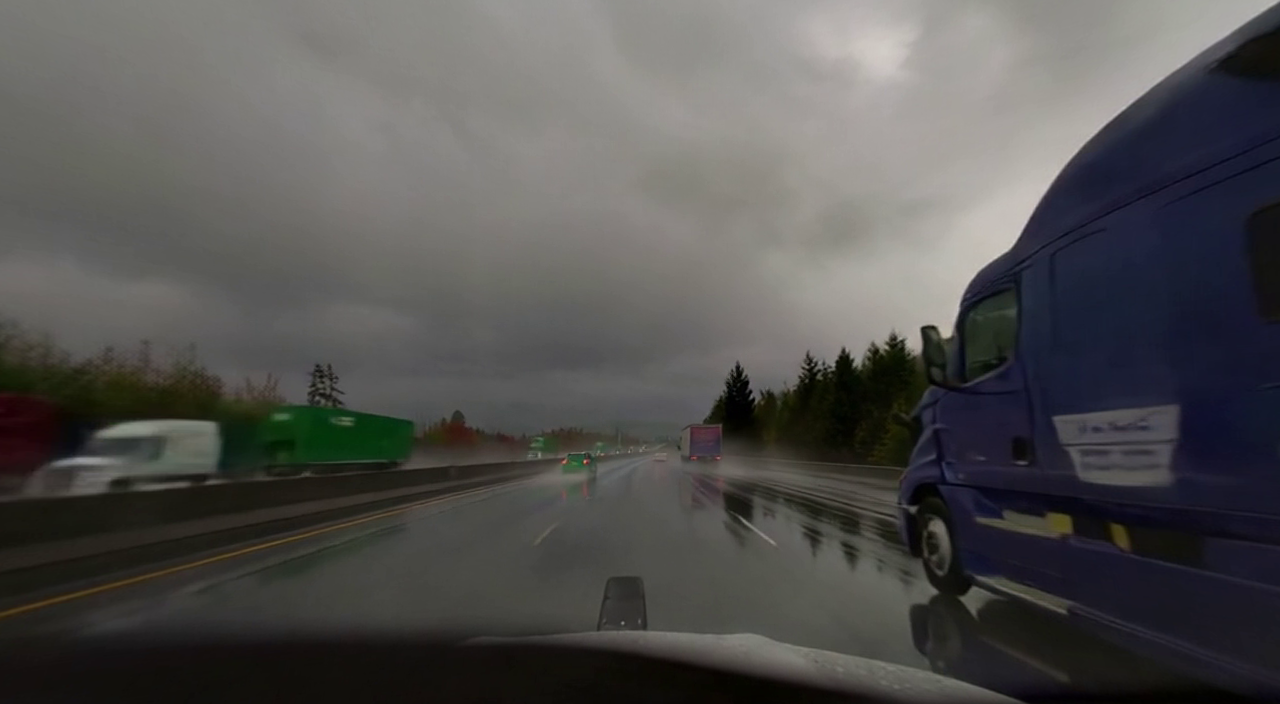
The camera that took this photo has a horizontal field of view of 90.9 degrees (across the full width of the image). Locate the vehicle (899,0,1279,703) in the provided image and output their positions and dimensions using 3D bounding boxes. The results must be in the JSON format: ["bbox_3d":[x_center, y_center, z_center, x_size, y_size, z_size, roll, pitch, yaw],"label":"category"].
[{"bbox_3d":[4.454,0.051,3.960,3.020,3.962,5.781,0,-9,0],"label":"vehicle"}]

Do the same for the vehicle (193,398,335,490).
[{"bbox_3d":[-17.995,4.507,30.780,2.983,4.017,5.930,0,-9,1],"label":"vehicle"}]

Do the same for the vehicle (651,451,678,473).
[{"bbox_3d":[1.782,8.242,47.524,1.957,1.541,4.099,0,-9,1],"label":"vehicle"}]

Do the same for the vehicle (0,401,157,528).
[{"bbox_3d":[-14.670,2.574,14.536,2.210,2.679,5.840,0,-9,2],"label":"vehicle"}]

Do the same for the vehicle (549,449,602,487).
[{"bbox_3d":[-2.835,5.205,28.647,1.960,1.579,4.384,0,-9,0],"label":"vehicle"}]
